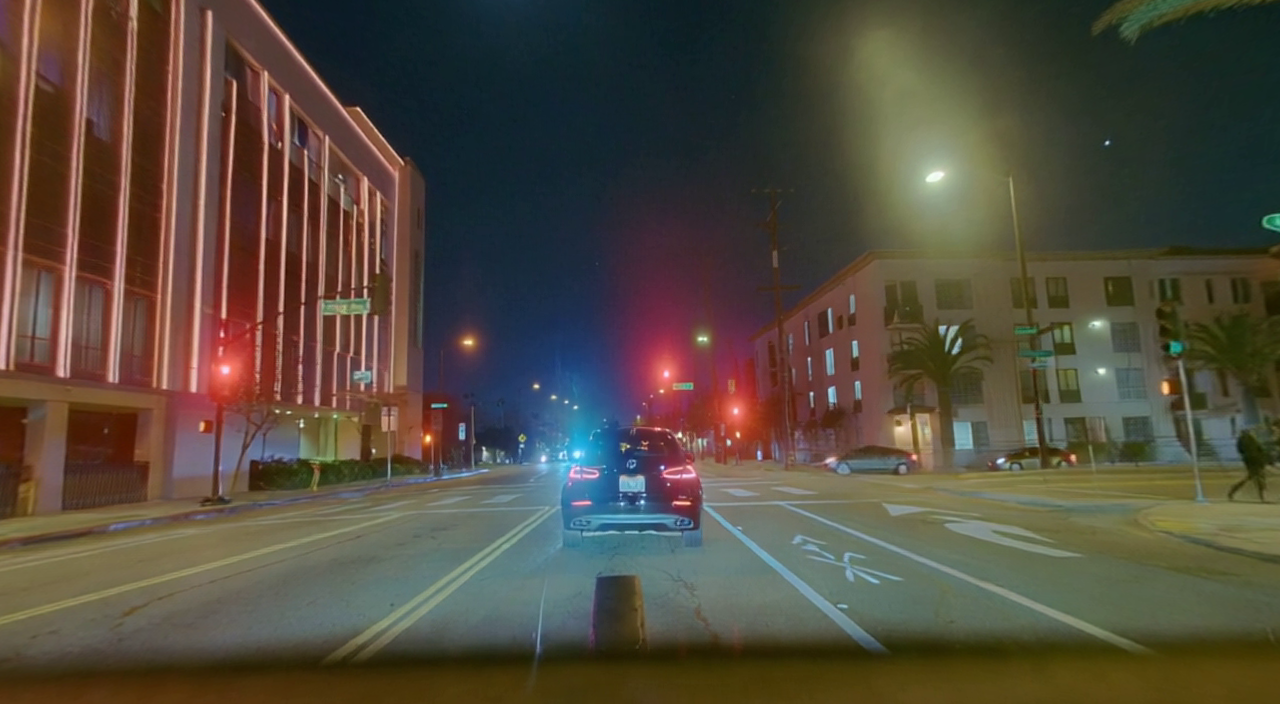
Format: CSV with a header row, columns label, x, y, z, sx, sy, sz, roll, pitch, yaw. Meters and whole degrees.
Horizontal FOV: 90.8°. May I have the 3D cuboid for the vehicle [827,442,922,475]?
label,x,y,z,sx,sy,sz,roll,pitch,yaw
vehicle,13.082,5.985,35.569,4.649,1.760,2.029,-2,-9,12

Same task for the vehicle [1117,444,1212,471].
label,x,y,z,sx,sy,sz,roll,pitch,yaw
vehicle,32.134,6.469,38.780,4.234,1.613,1.812,0,-8,-1

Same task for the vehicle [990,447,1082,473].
label,x,y,z,sx,sy,sz,roll,pitch,yaw
vehicle,24.193,6.600,38.688,4.417,1.462,1.761,0,-8,-1

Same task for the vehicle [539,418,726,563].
label,x,y,z,sx,sy,sz,roll,pitch,yaw
vehicle,-0.089,1.873,9.224,2.144,1.643,3.770,0,-8,0
